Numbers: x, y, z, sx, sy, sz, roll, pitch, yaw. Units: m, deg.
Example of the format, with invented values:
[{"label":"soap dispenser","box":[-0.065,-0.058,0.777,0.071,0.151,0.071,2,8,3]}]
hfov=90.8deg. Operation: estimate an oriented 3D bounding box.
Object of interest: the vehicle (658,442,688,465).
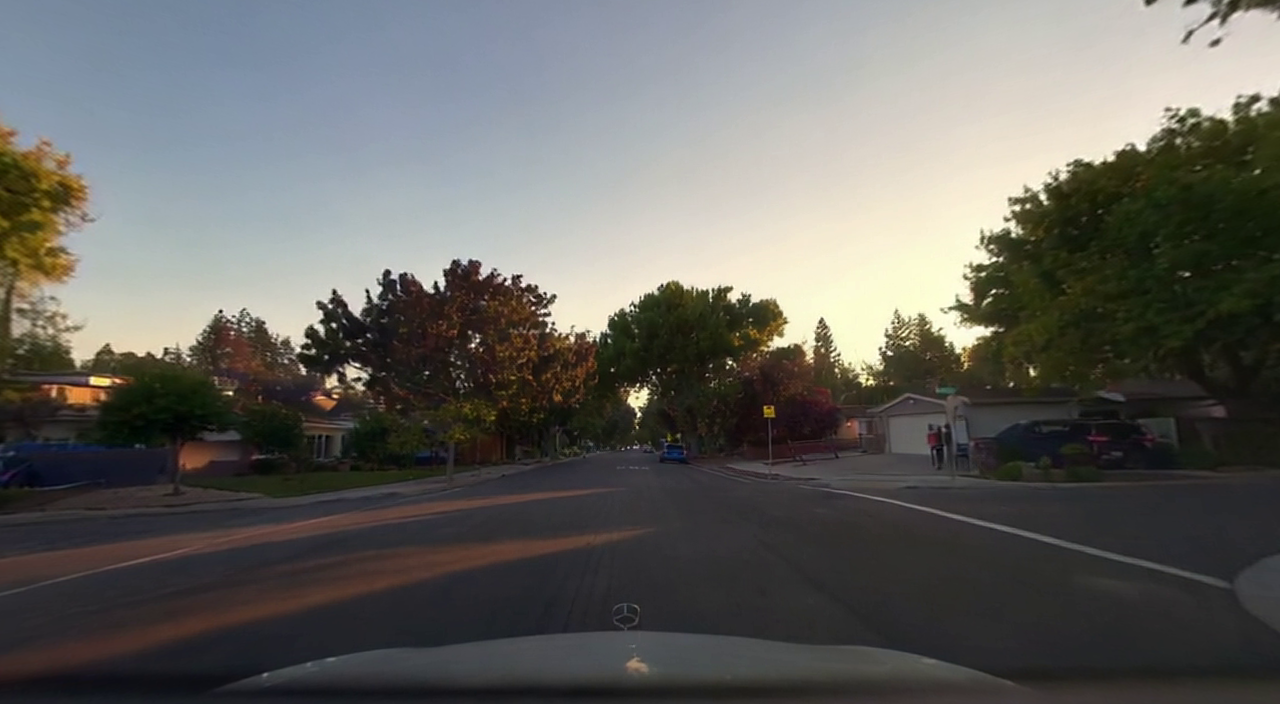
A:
[{"label":"vehicle","box":[2.556,7.939,49.580,2.114,1.633,4.042,0,-8,-1]}]
